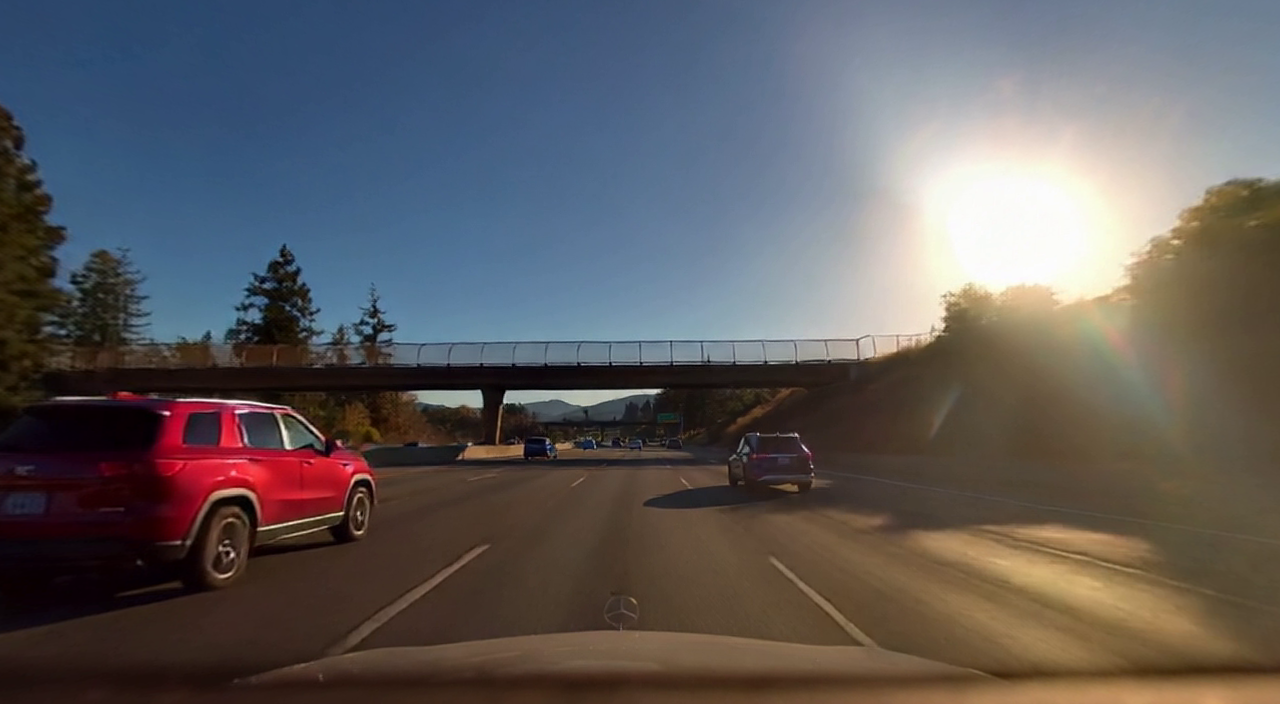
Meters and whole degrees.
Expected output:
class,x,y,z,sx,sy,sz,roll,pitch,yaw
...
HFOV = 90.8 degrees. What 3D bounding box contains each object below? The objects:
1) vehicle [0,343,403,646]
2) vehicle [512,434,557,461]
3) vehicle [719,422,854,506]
class,x,y,z,sx,sy,sz,roll,pitch,yaw
vehicle,-4.291,1.207,6.329,2.018,1.872,4.728,0,-8,0
vehicle,-7.482,6.828,45.330,2.193,1.818,4.995,0,-8,1
vehicle,3.381,2.693,15.648,2.185,1.749,4.477,0,-8,-1
